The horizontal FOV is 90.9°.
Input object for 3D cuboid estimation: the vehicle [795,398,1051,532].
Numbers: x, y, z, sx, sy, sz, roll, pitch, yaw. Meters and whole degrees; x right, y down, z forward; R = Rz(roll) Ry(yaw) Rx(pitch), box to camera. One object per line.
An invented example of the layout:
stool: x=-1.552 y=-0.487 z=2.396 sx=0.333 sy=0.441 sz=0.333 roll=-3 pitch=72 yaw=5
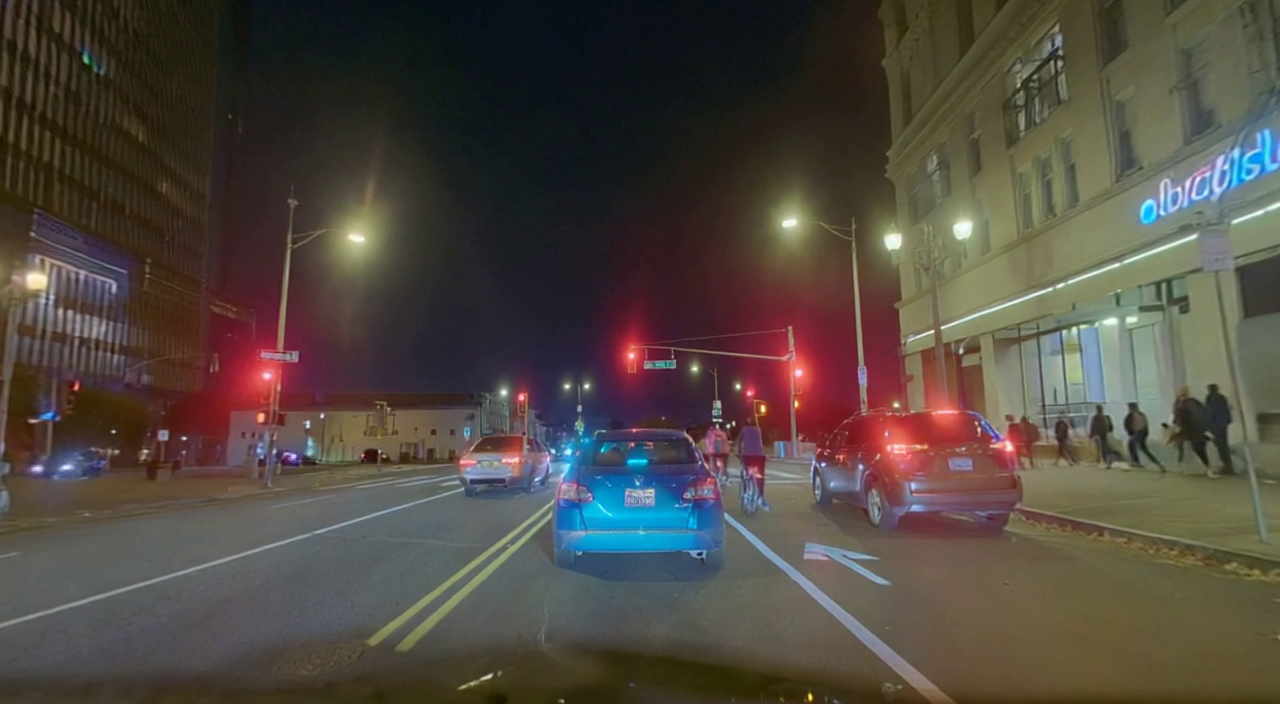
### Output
vehicle: x=4.515 y=1.917 z=11.145 sx=2.142 sy=1.829 sz=4.767 roll=0 pitch=-9 yaw=-2

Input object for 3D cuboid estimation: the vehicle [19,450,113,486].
vehicle: x=-30.231 y=6.081 z=33.399 sx=2.264 sy=1.722 sz=4.721 roll=4 pitch=-9 yaw=-25

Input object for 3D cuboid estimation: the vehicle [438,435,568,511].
vehicle: x=-2.939 y=2.711 z=14.635 sx=2.039 sy=1.452 sz=4.489 roll=0 pitch=-9 yaw=0

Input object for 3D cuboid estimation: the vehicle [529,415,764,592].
vehicle: x=0.035 y=1.652 z=7.700 sx=2.091 sy=1.557 sz=4.000 roll=0 pitch=-9 yaw=-1
